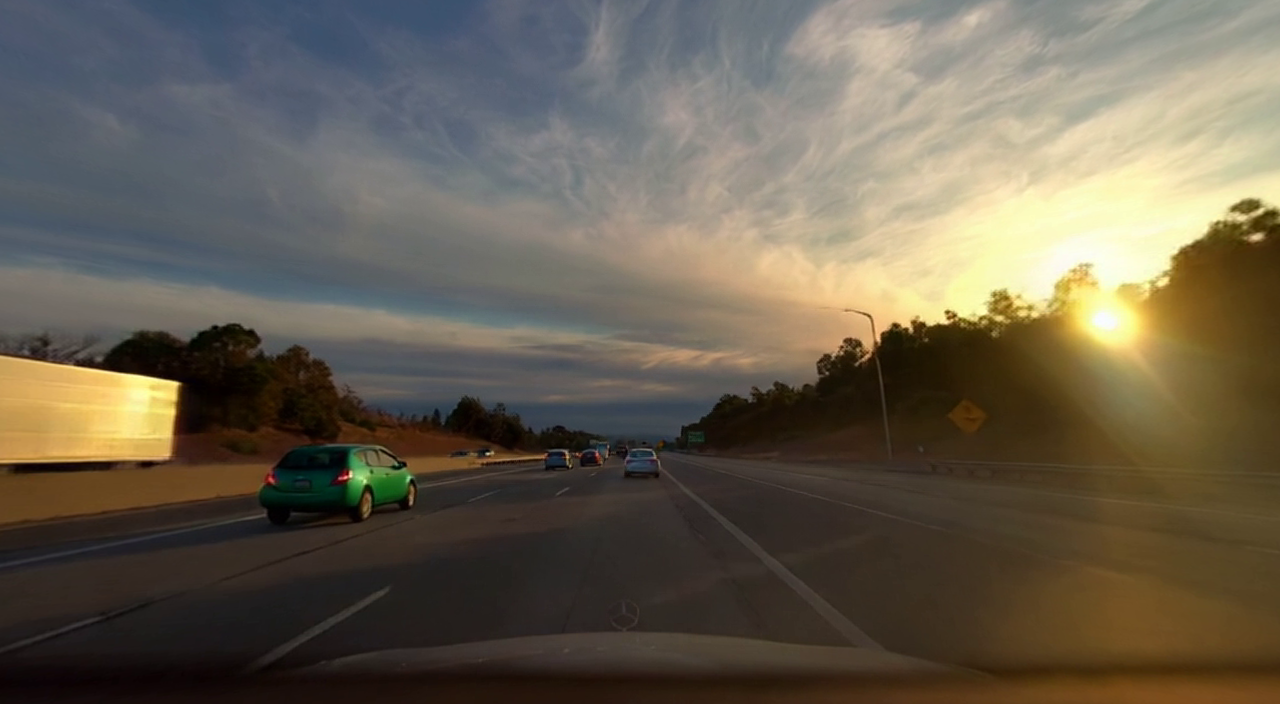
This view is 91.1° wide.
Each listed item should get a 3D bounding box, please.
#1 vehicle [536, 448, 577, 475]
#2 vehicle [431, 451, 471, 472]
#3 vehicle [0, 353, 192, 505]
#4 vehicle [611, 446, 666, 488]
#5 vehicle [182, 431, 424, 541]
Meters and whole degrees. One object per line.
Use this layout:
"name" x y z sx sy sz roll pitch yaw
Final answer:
"vehicle" -4.917 6.494 37.464 1.892 1.481 4.180 0 -9 0
"vehicle" -13.280 7.725 44.346 1.688 1.389 3.649 0 -9 0
"vehicle" -17.881 1.899 15.630 2.886 3.856 14.490 0 -9 0
"vehicle" -0.067 4.352 24.047 1.940 1.451 3.512 0 -9 -1
"vehicle" -5.778 2.338 11.545 2.058 1.626 4.118 -1 -9 2
